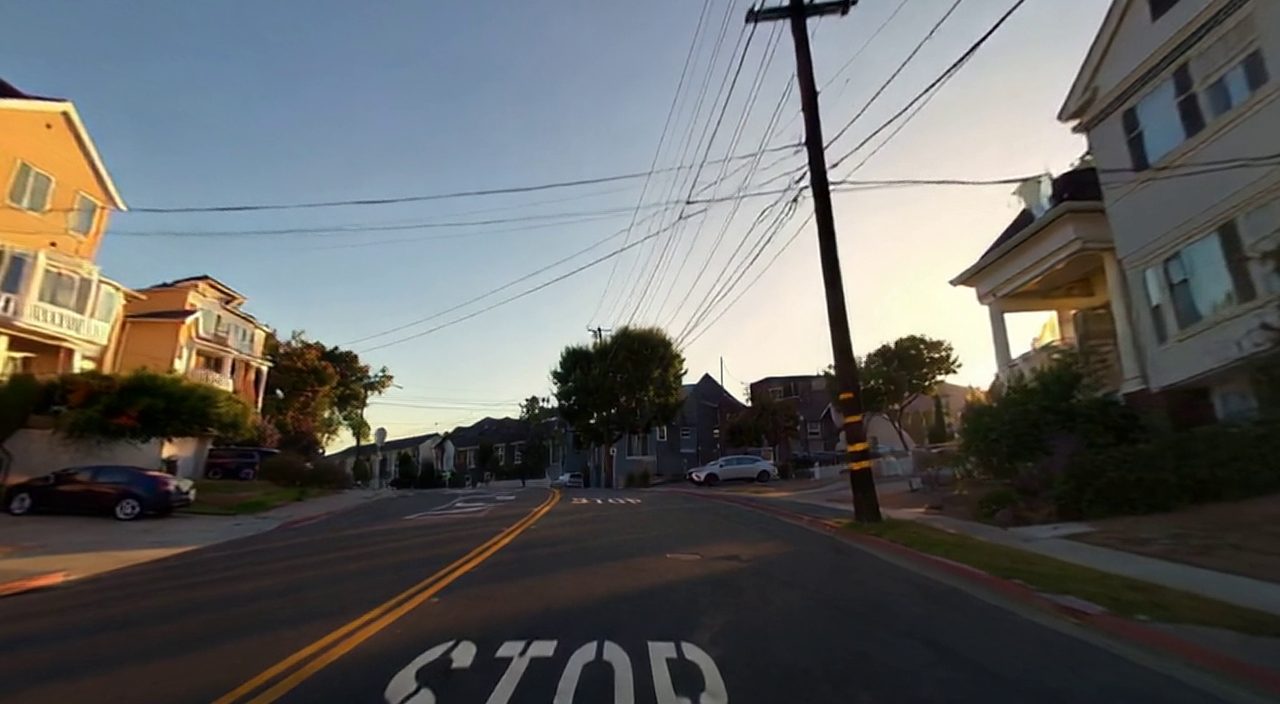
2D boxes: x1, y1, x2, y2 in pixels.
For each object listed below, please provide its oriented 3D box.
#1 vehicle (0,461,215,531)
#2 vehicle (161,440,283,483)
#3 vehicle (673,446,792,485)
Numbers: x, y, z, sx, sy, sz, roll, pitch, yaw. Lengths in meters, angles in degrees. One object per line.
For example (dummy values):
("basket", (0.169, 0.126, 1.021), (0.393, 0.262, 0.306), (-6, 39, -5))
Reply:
("vehicle", (-13.356, 3.510, 15.681), (4.146, 1.535, 1.862), (0, -8, -4))
("vehicle", (-21.450, 5.753, 32.725), (4.942, 1.912, 2.121), (7, -17, -30))
("vehicle", (4.721, 5.850, 32.557), (5.578, 1.842, 2.300), (3, -9, -12))
